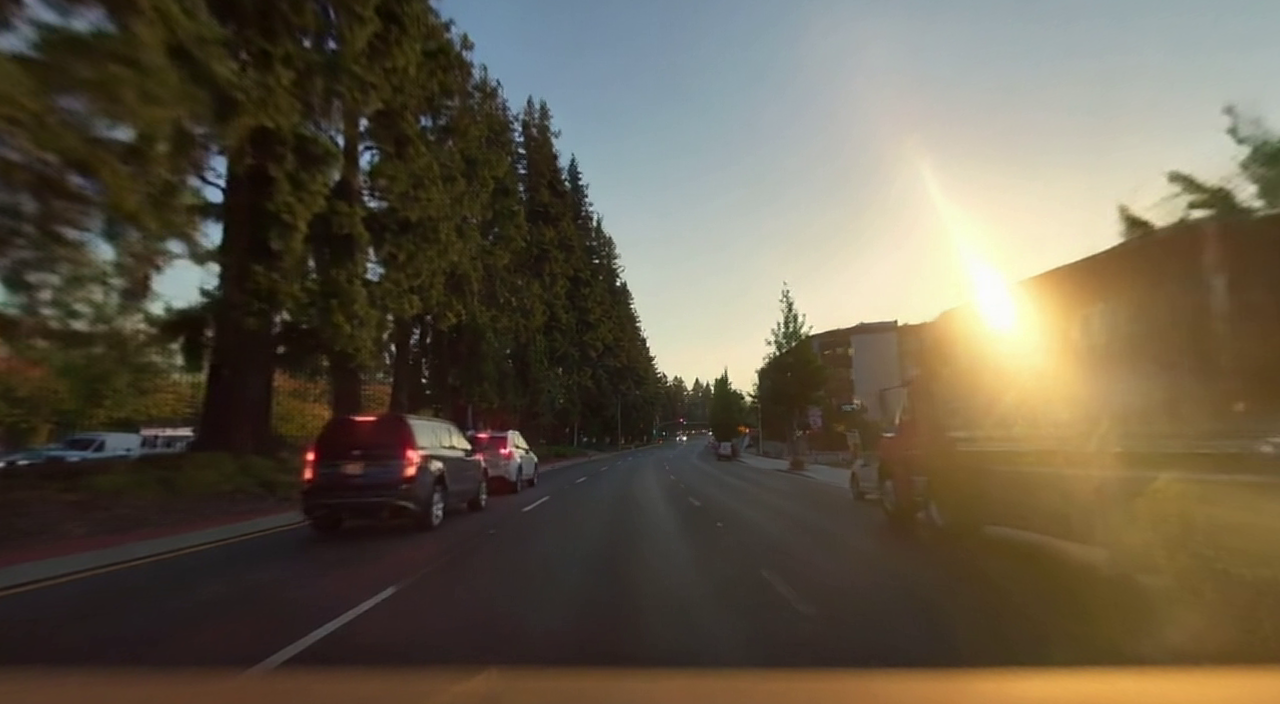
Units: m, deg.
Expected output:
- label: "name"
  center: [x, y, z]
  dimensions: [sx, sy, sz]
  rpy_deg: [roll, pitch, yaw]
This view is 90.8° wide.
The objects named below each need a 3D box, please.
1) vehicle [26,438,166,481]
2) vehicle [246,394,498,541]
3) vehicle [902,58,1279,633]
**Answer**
- label: "vehicle"
  center: [-28.966, 5.814, 33.916]
  dimensions: [5.368, 2.121, 1.960]
  rpy_deg: [8, -13, -37]
- label: "vehicle"
  center: [-4.458, 2.065, 11.940]
  dimensions: [2.270, 2.068, 5.865]
  rpy_deg: [0, -9, -1]
- label: "vehicle"
  center: [6.092, 0.210, 6.285]
  dimensions: [2.981, 4.106, 8.794]
  rpy_deg: [0, -9, -1]
